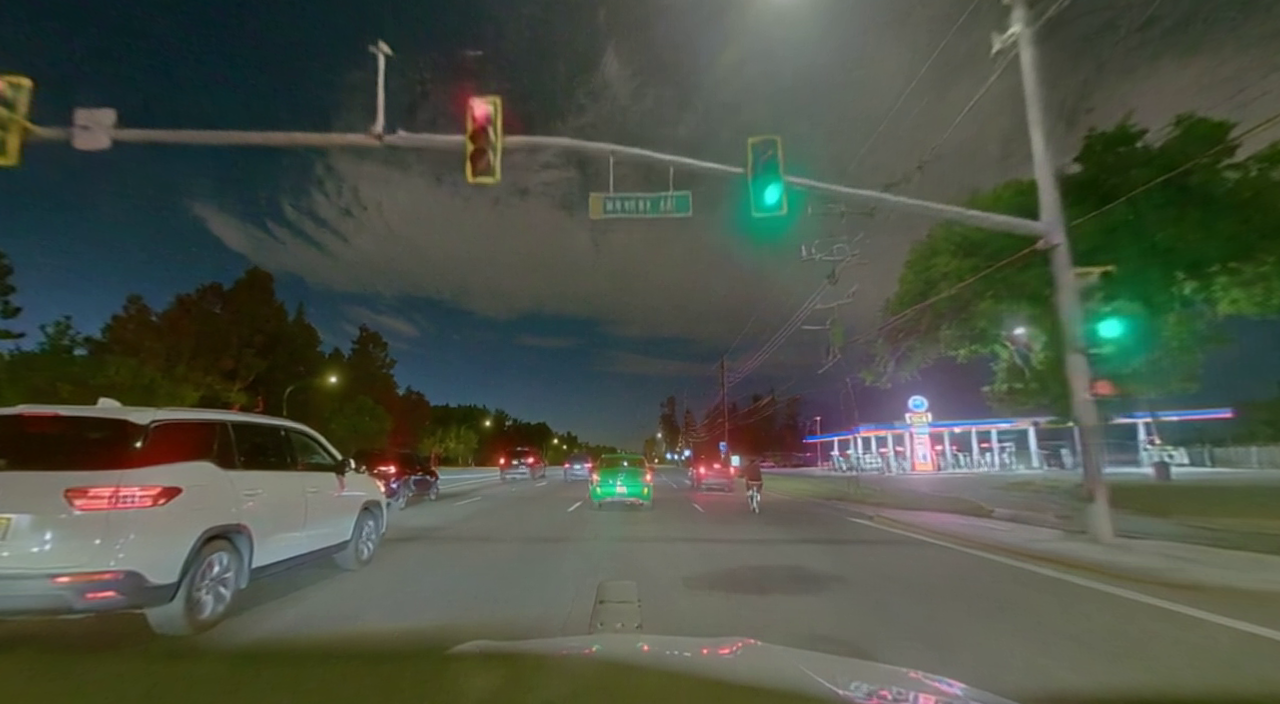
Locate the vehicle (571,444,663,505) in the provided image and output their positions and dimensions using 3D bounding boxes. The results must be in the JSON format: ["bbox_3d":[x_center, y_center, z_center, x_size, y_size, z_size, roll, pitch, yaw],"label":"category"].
[{"bbox_3d":[-0.538,3.274,17.322,2.189,1.437,4.135,0,-9,0],"label":"vehicle"}]

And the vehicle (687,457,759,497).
[{"bbox_3d":[3.030,4.700,24.078,2.065,1.302,4.416,0,-9,-1],"label":"vehicle"}]

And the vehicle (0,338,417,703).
[{"bbox_3d":[-3.449,1.100,4.668,1.922,1.642,4.547,0,-9,0],"label":"vehicle"}]

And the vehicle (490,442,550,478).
[{"bbox_3d":[-6.762,6.153,36.277,2.385,1.918,5.056,0,-9,1],"label":"vehicle"}]
